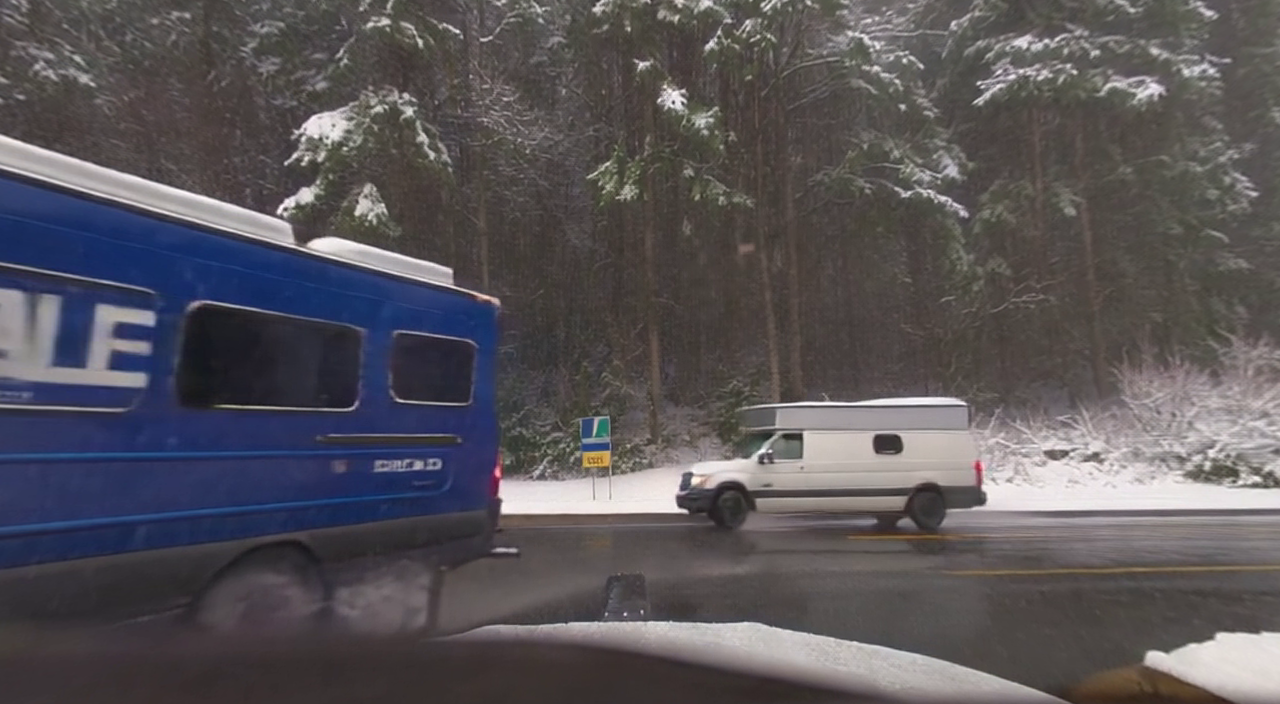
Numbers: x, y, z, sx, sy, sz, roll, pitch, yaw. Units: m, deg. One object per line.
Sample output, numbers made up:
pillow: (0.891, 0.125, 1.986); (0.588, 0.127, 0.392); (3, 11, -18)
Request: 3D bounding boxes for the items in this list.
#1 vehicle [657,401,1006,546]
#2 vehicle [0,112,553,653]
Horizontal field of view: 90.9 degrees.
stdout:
vehicle: (3.415, 2.262, 12.153); (5.923, 2.424, 2.247); (1, -9, -6)
vehicle: (-5.277, 0.305, 5.179); (2.740, 3.622, 9.765); (-8, -11, 39)
